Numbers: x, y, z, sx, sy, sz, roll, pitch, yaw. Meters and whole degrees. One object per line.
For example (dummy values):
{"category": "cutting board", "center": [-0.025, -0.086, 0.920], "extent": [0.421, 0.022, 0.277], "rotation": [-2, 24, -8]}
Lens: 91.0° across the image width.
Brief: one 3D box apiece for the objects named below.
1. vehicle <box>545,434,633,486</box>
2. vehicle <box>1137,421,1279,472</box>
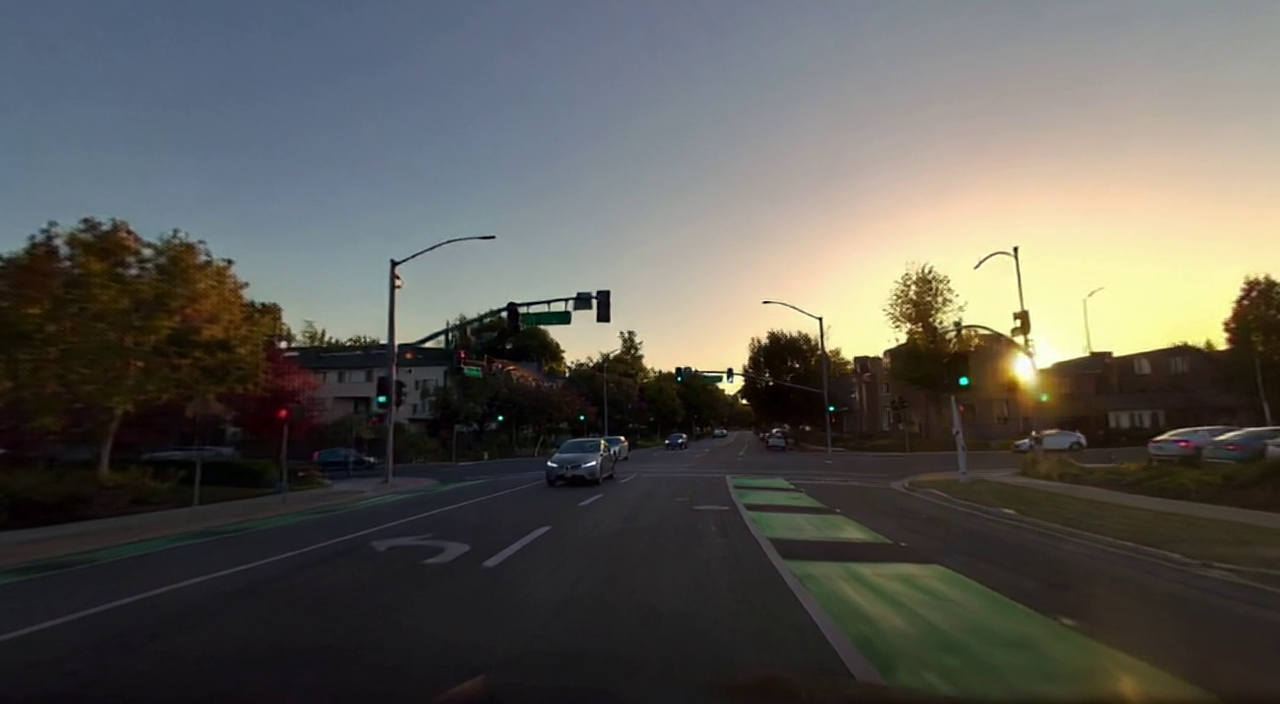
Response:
{"category": "vehicle", "center": [-1.508, 3.493, 20.746], "extent": [1.904, 1.489, 4.746], "rotation": [-1, -8, 8]}
{"category": "vehicle", "center": [19.827, 3.189, 21.590], "extent": [1.937, 1.474, 5.114], "rotation": [-3, -8, 8]}
